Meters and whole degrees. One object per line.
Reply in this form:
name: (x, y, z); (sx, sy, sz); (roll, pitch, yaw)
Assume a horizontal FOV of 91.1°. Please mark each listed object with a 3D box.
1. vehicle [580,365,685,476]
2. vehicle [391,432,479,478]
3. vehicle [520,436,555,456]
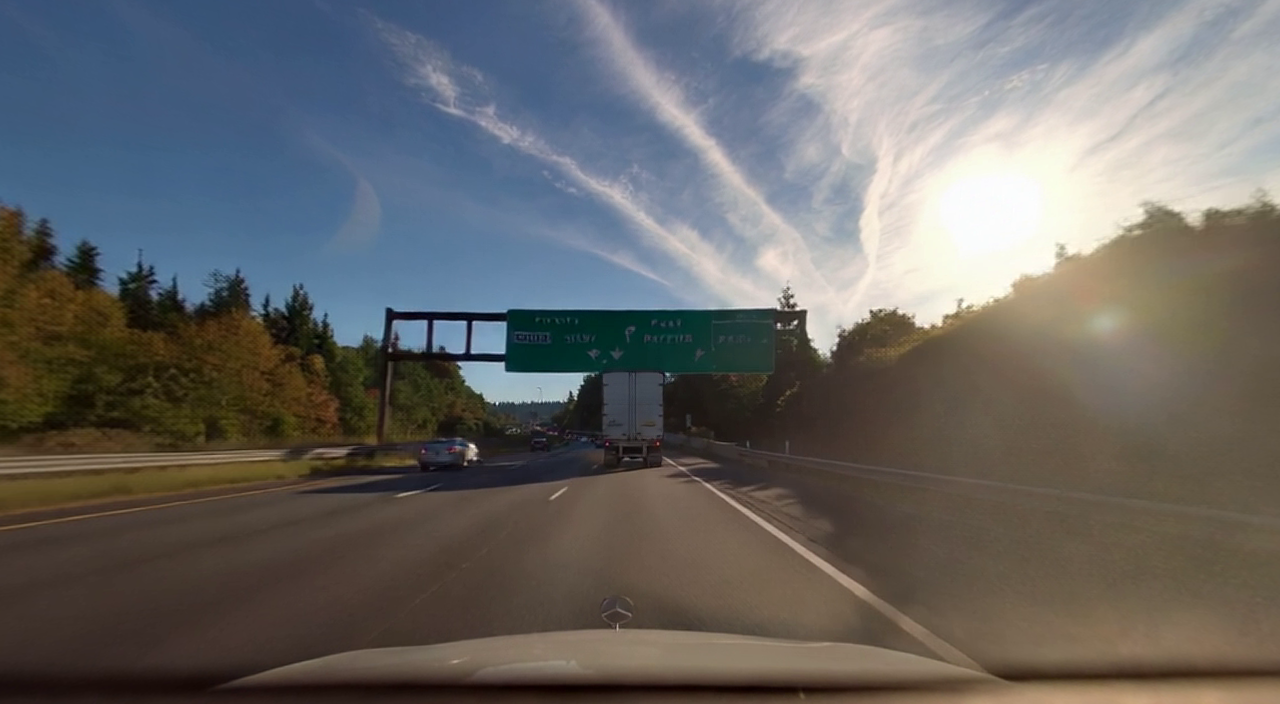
vehicle: (-0.340, 3.051, 26.368); (3.033, 3.223, 14.836); (3, -8, -1)
vehicle: (-7.135, 3.588, 22.290); (1.856, 1.479, 3.710); (0, -8, 0)
vehicle: (-8.010, 7.365, 49.417); (1.949, 1.437, 4.296); (0, -8, 0)
